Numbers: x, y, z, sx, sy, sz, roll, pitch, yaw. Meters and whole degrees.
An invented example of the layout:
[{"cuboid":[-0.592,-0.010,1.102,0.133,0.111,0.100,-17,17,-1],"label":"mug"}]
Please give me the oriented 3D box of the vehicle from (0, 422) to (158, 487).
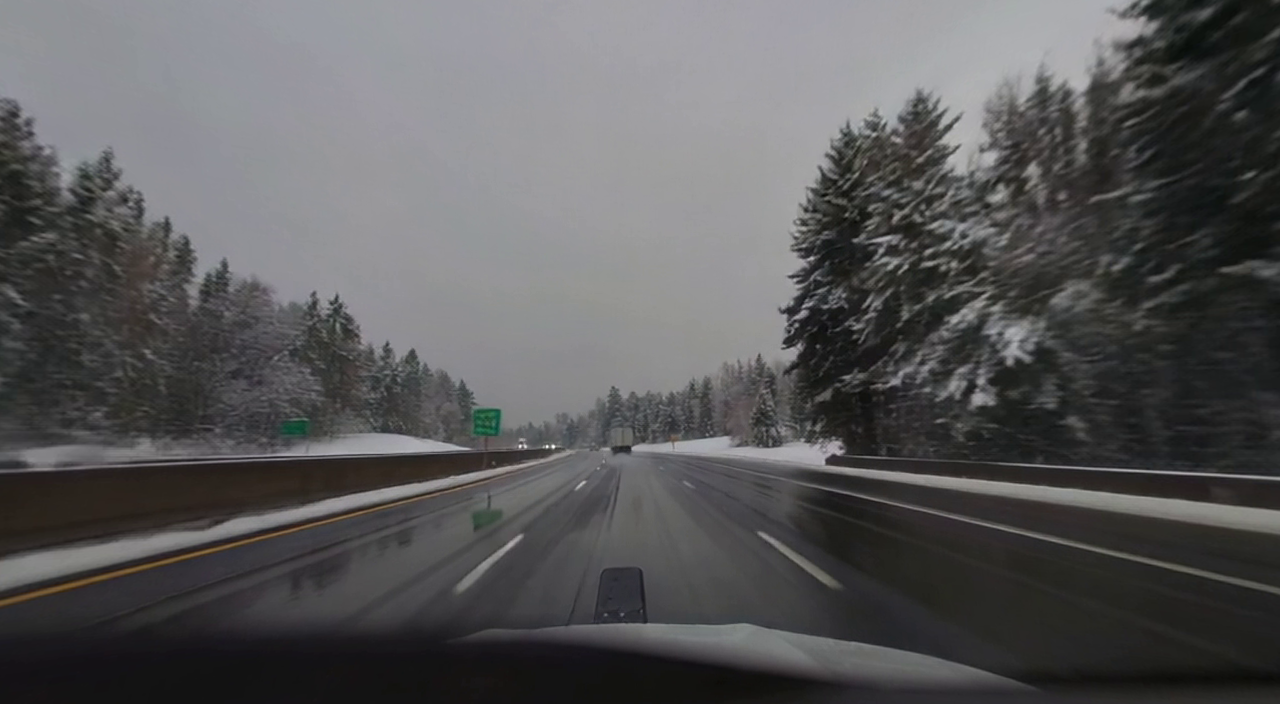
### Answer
[{"cuboid":[-16.824,2.956,18.352,2.152,1.642,4.393,0,-9,-2],"label":"vehicle"}]
